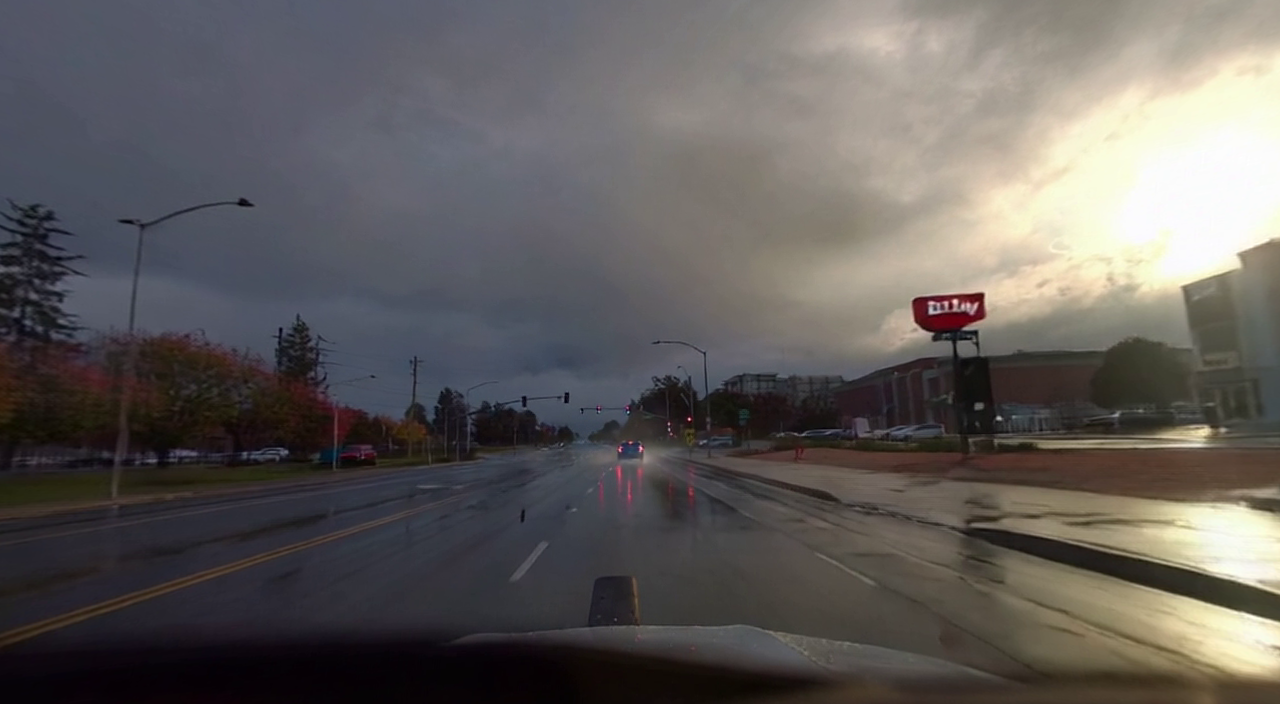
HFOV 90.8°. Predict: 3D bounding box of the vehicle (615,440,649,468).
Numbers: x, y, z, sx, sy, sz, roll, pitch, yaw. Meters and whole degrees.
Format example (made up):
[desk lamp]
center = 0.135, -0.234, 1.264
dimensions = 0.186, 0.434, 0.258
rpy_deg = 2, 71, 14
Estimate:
[vehicle]
center = -0.526, 6.410, 39.903
dimensions = 2.024, 1.628, 4.774
rpy_deg = 0, -9, -1
